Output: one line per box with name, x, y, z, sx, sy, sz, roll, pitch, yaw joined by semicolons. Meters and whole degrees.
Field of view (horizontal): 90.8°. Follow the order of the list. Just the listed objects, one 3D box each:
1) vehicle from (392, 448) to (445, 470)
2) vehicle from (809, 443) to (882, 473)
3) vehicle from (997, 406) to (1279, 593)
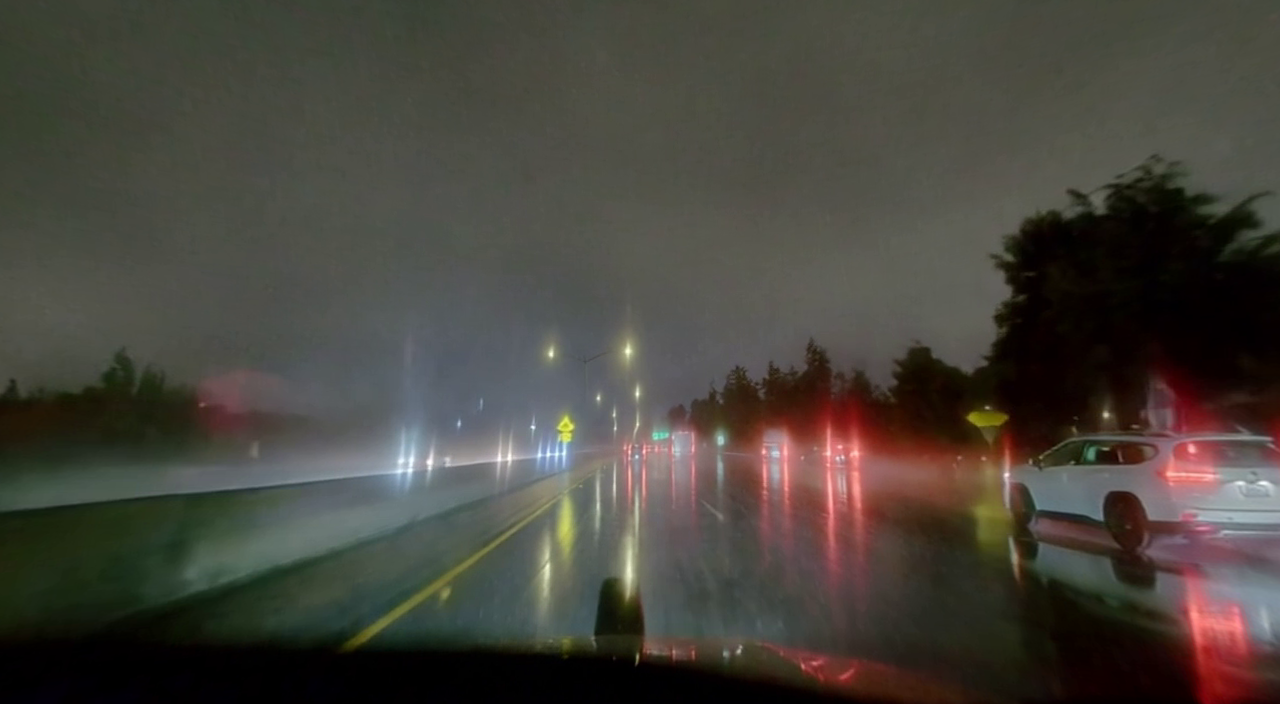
vehicle;-14.950;7.224;42.884;2.002;1.427;4.270;0;-9;0
vehicle;11.182;5.819;34.866;2.194;1.489;5.141;0;-9;-1
vehicle;6.798;1.654;7.811;2.027;1.679;4.543;0;-9;-1
